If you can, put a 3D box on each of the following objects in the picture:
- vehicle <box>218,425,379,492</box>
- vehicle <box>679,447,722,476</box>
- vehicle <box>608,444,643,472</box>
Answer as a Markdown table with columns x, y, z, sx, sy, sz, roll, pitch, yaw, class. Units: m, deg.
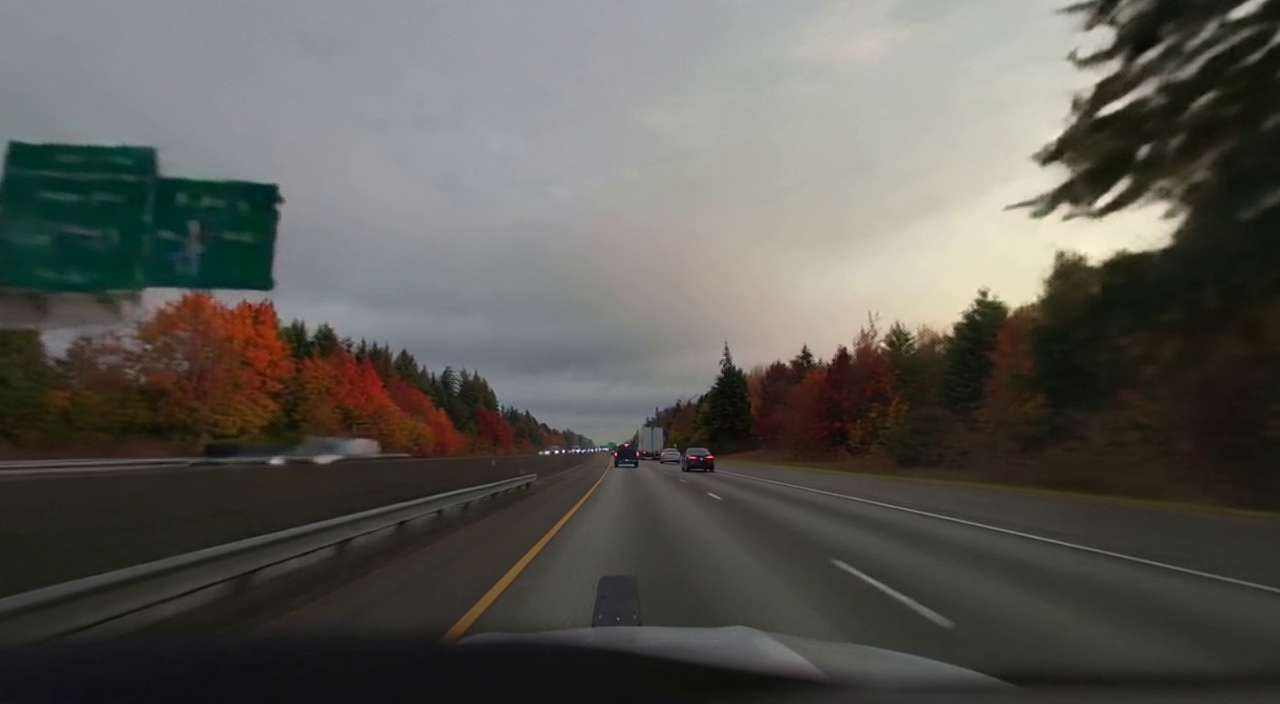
| x | y | z | sx | sy | sz | roll | pitch | yaw | class |
| --- | --- | --- | --- | --- | --- | --- | --- | --- | --- |
| -8.810 | 2.811 | 16.706 | 1.898 | 1.521 | 4.308 | 0 | -9 | -1 | vehicle |
| 3.344 | 6.143 | 35.324 | 1.968 | 1.513 | 3.911 | 0 | -9 | -2 | vehicle |
| -0.991 | 7.018 | 41.599 | 2.151 | 1.693 | 4.201 | 0 | -9 | -2 | vehicle |
